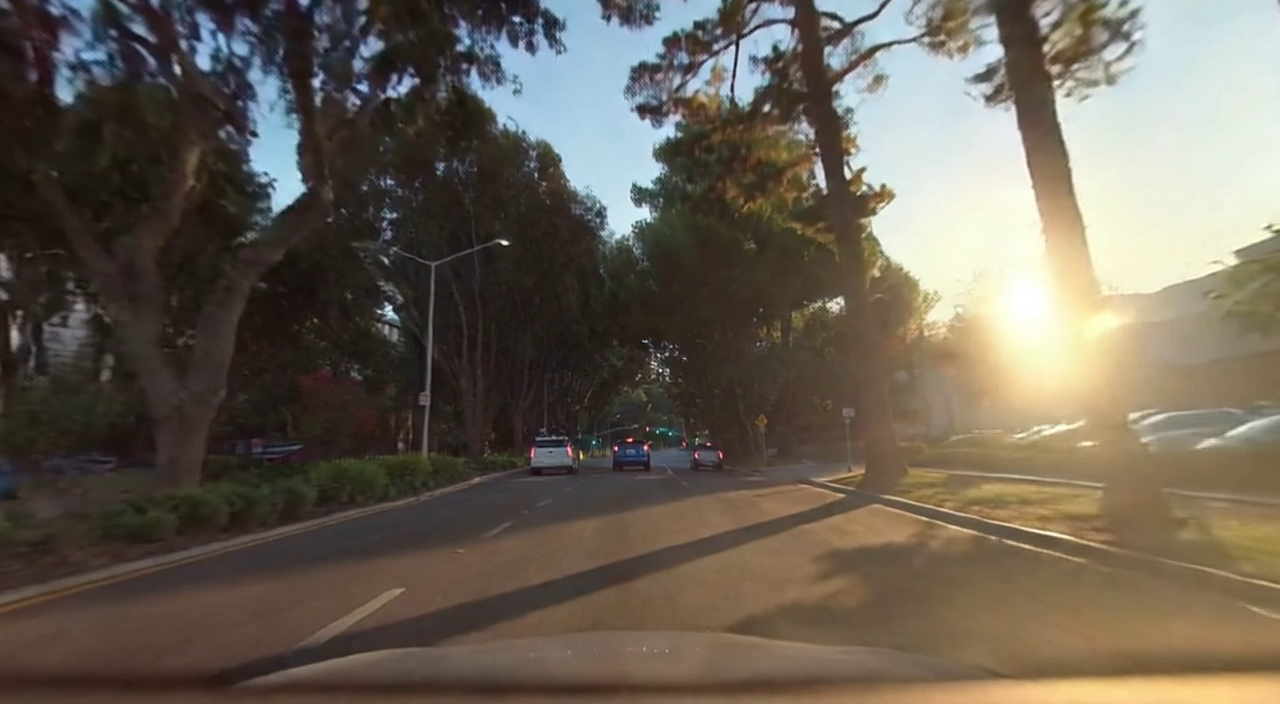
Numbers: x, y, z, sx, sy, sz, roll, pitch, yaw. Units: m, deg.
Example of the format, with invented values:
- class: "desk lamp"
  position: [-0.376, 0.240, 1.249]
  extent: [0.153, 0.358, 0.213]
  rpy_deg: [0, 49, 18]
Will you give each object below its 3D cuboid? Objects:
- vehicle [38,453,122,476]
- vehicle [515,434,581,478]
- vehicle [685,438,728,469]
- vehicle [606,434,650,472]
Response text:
- class: "vehicle"
  position: [-41.665, 8.446, 47.104]
  extent: [1.761, 1.433, 4.631]
  rpy_deg: [-4, -13, 5]
- class: "vehicle"
  position: [-3.791, 4.345, 26.670]
  extent: [2.047, 1.710, 4.314]
  rpy_deg: [0, -8, 1]
- class: "vehicle"
  position: [3.589, 5.557, 34.712]
  extent: [1.847, 1.554, 4.052]
  rpy_deg: [0, -8, -1]
- class: "vehicle"
  position: [-0.536, 4.910, 30.762]
  extent: [2.022, 1.700, 4.084]
  rpy_deg: [0, -8, 0]
